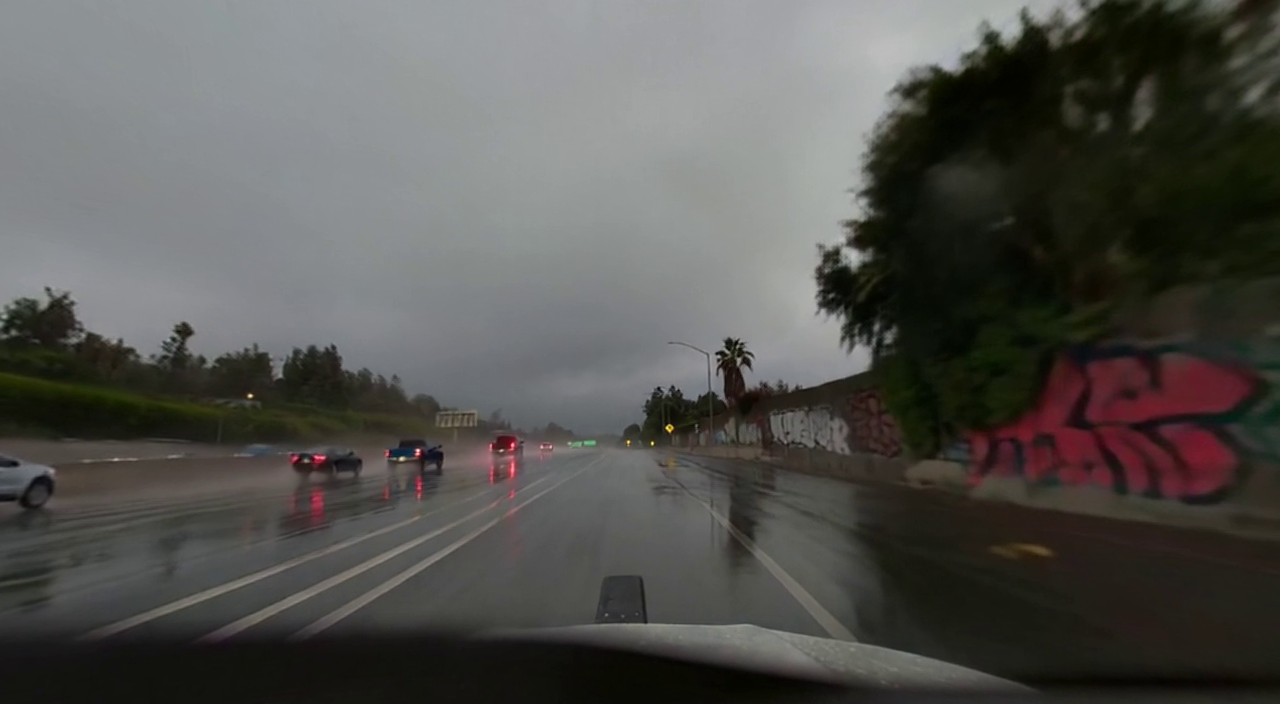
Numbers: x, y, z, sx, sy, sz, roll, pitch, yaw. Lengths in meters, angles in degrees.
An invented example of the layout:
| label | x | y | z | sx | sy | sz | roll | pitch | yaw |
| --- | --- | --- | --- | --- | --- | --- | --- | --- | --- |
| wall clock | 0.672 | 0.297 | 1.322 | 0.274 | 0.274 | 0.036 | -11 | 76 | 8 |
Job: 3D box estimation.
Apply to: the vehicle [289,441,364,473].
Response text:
| label | x | y | z | sx | sy | sz | roll | pitch | yaw |
| --- | --- | --- | --- | --- | --- | --- | --- | --- | --- |
| vehicle | -18.472 | 6.194 | 37.462 | 2.078 | 1.802 | 4.723 | 0 | -8 | -1 |

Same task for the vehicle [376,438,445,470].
| label | x | y | z | sx | sy | sz | roll | pitch | yaw |
| --- | --- | --- | --- | --- | --- | --- | --- | --- | --- |
| vehicle | -14.609 | 6.517 | 40.529 | 2.272 | 1.882 | 5.941 | 0 | -9 | -1 |
